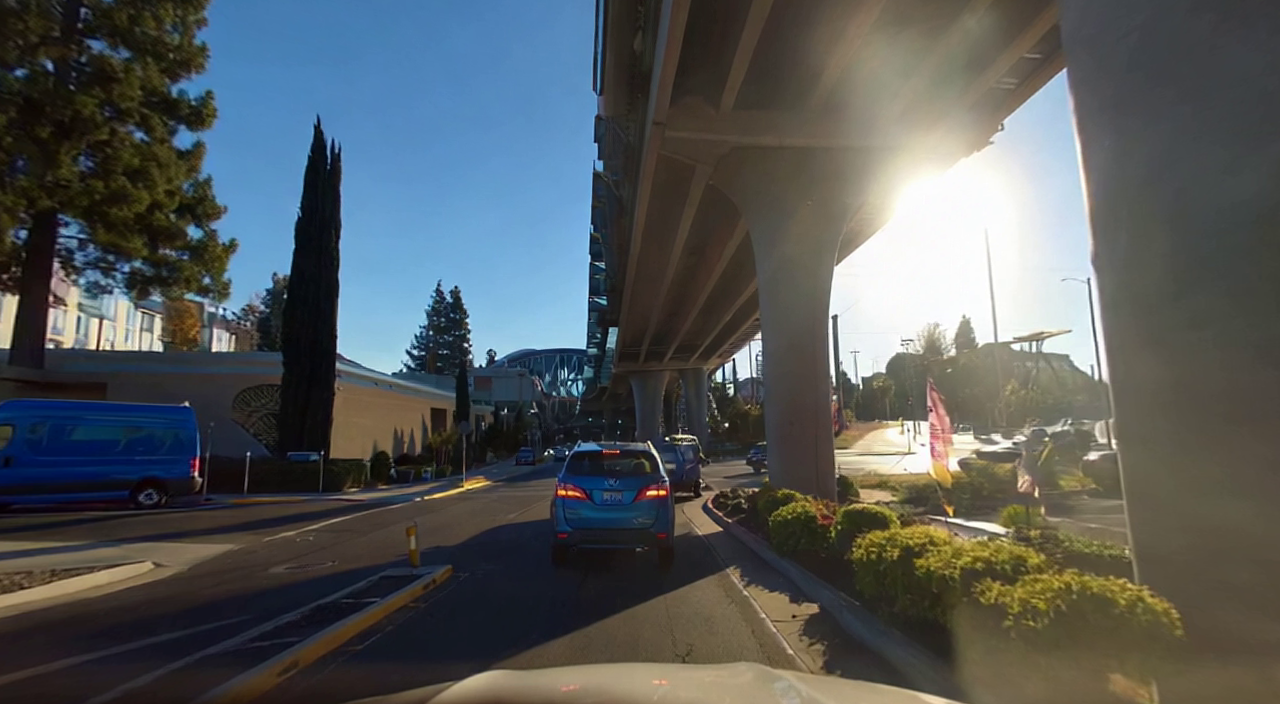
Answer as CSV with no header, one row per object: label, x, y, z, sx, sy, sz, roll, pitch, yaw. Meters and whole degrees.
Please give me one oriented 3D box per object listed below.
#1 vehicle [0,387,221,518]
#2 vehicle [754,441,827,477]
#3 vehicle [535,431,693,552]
vehicle,-13.553,2.344,14.877,5.356,2.762,2.644,0,-9,0
vehicle,8.444,5.912,35.206,2.032,1.828,4.425,-7,-11,40
vehicle,-0.281,2.194,10.715,2.087,1.578,4.652,0,-9,2
